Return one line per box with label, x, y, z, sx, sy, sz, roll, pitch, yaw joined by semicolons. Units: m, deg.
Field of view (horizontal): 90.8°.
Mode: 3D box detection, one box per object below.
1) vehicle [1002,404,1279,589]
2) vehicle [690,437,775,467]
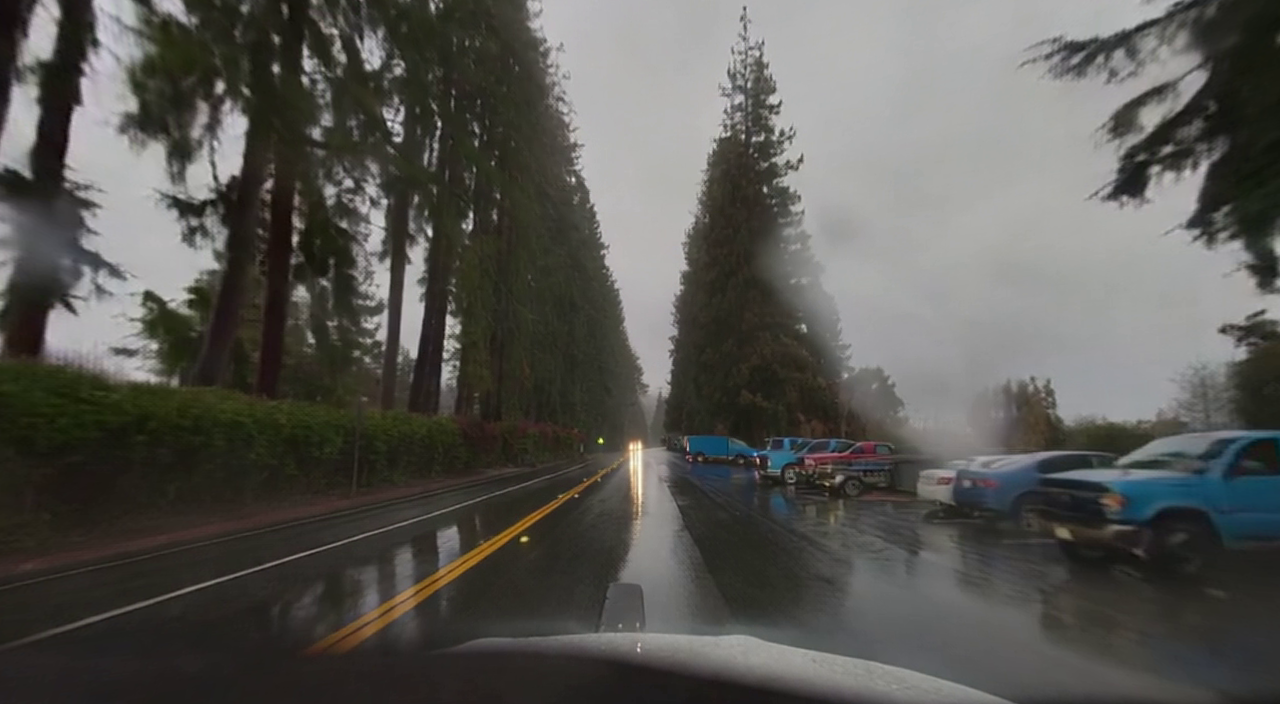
vehicle;7.447;1.705;8.023;4.475;1.903;2.184;2;-3;-3
vehicle;6.663;7.307;46.177;5.797;2.070;2.502;0;-9;-1
